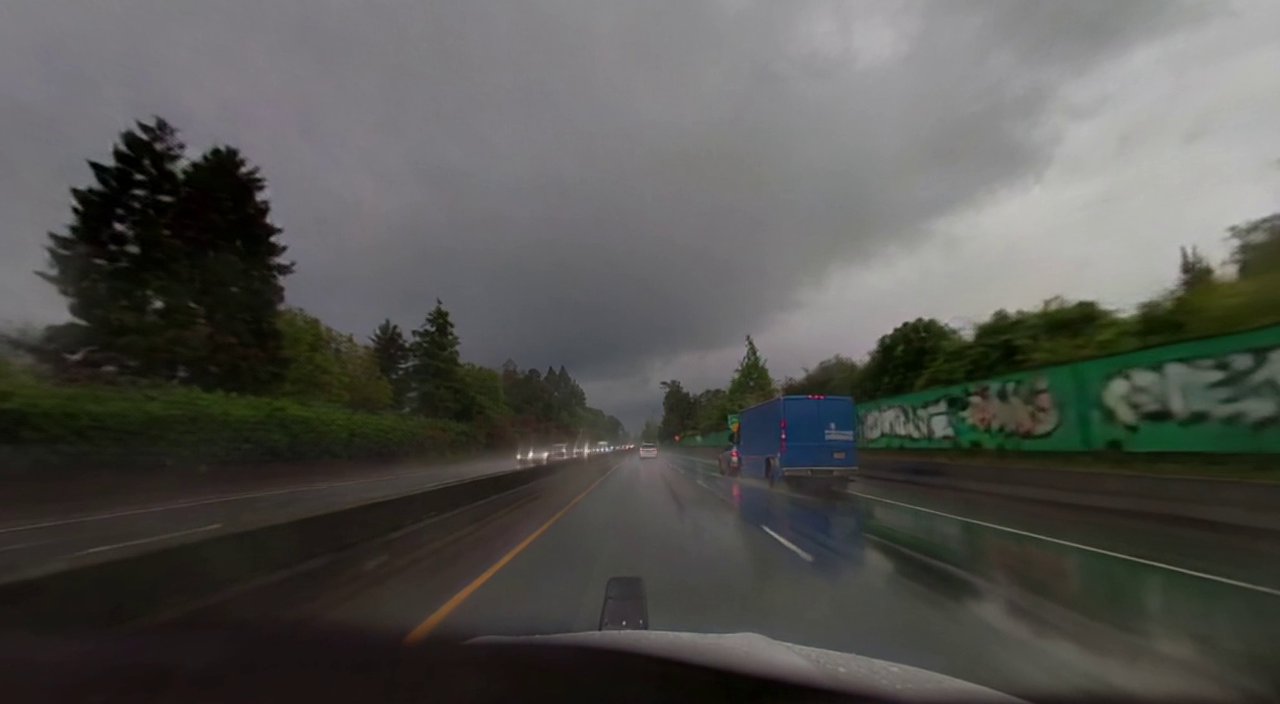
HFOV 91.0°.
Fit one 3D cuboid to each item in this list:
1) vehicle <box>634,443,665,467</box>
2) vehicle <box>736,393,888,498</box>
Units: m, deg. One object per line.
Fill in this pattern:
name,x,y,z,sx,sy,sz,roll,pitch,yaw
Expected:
vehicle,0.618,6.985,42.890,2.030,1.572,4.067,0,-8,0
vehicle,4.891,2.884,19.533,2.712,2.659,6.992,0,-8,0
